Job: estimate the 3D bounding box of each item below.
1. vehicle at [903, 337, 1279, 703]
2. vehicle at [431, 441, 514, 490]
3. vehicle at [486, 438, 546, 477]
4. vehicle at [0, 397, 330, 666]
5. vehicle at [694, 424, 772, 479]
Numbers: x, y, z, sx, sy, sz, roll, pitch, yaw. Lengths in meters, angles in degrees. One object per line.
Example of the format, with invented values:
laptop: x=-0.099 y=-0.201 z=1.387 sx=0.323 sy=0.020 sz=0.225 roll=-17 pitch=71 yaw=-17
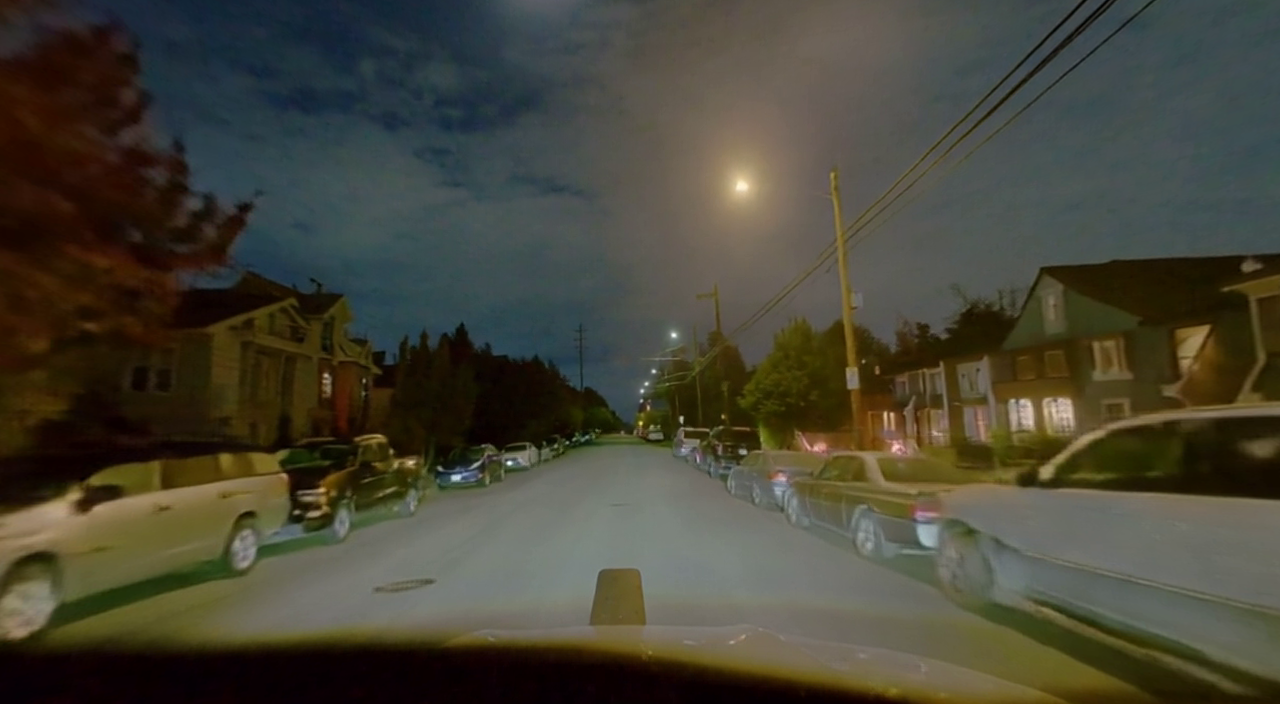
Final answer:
vehicle: x=3.591 y=0.977 z=3.453 sx=2.009 sy=1.810 sz=5.045 roll=0 pitch=-8 yaw=-2
vehicle: x=-6.233 y=4.234 z=24.109 sx=2.002 sy=1.585 sz=5.080 roll=-2 pitch=-8 yaw=-3
vehicle: x=-6.151 y=5.235 z=31.888 sx=1.924 sy=1.525 sz=4.688 roll=-5 pitch=-6 yaw=0
vehicle: x=-5.832 y=1.629 z=6.761 sx=2.184 sy=1.958 sz=5.757 roll=0 pitch=-8 yaw=-1
vehicle: x=3.450 y=3.815 z=24.503 sx=2.107 sy=1.866 sz=5.199 roll=0 pitch=-8 yaw=-1
